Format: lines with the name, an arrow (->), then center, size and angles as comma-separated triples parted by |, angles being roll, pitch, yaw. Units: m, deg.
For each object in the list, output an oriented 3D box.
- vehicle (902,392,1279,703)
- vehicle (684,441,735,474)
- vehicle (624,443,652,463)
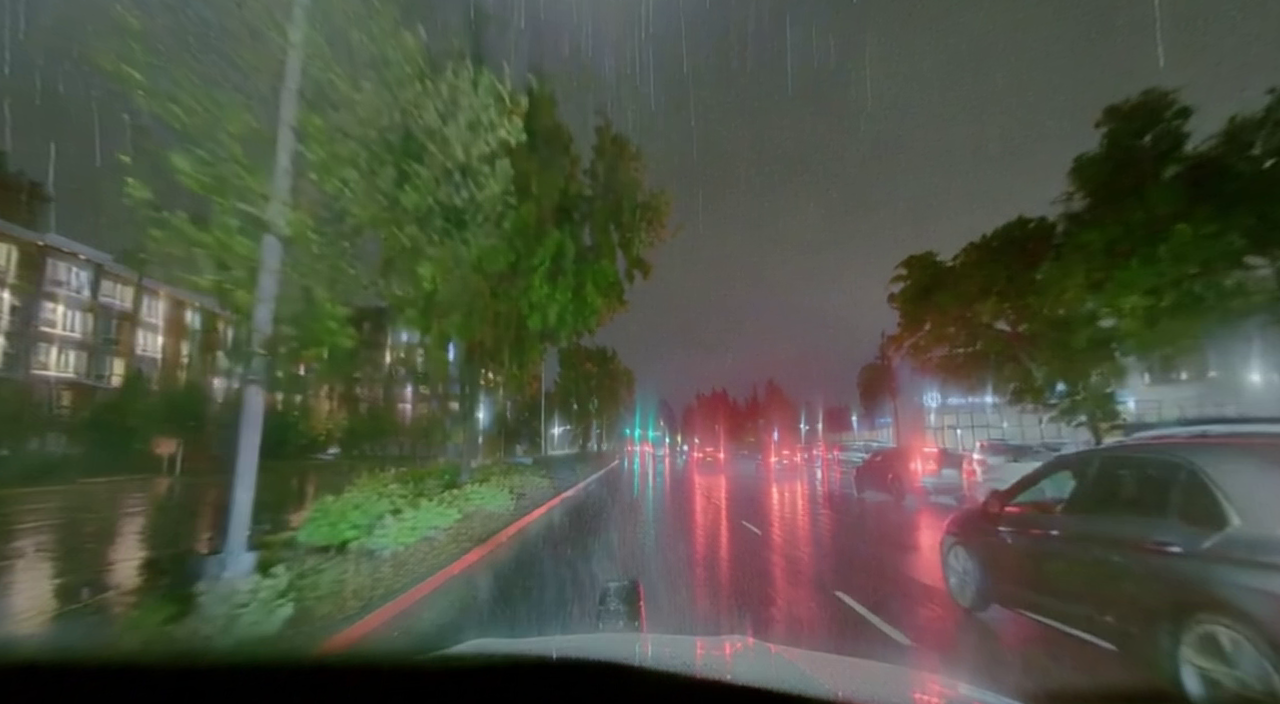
vehicle -> 3.386, 1.091, 3.567 | 2.034, 1.496, 4.040 | 0, -9, -1
vehicle -> 3.433, 5.328, 32.108 | 1.953, 1.514, 4.672 | 0, -9, -2
vehicle -> -0.198, 7.786, 48.909 | 2.095, 1.456, 3.873 | 0, -9, -1
